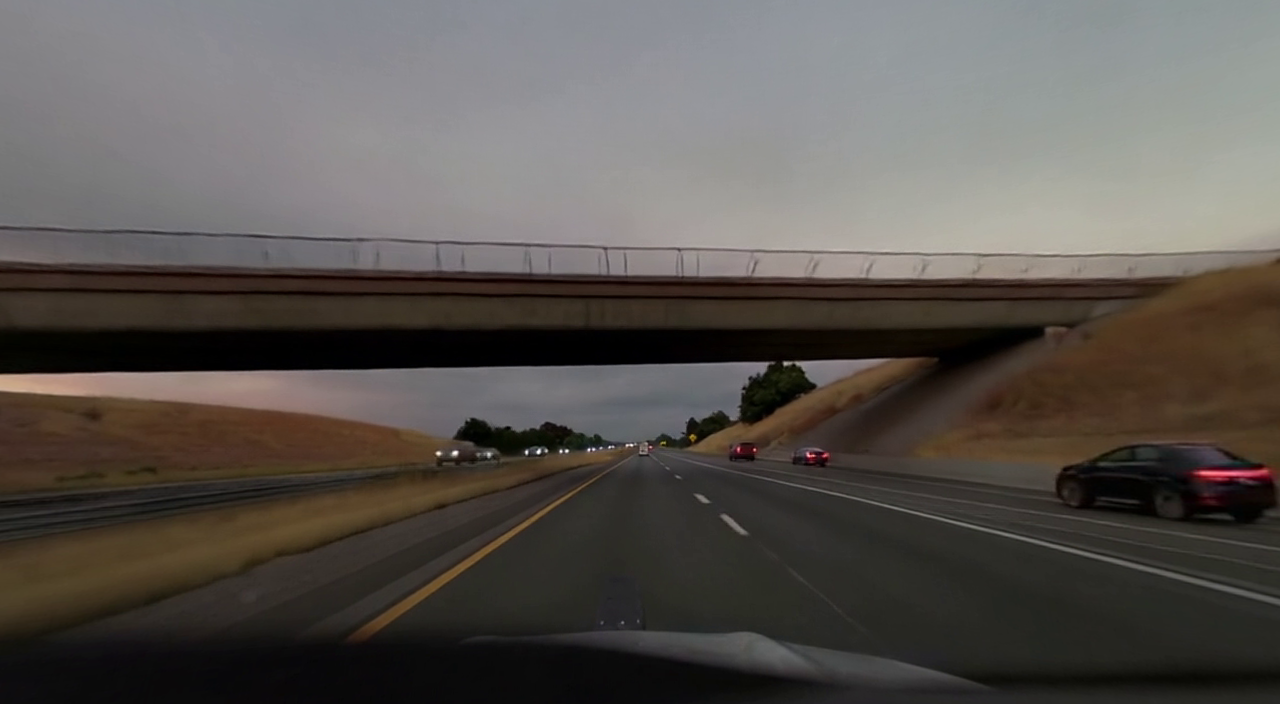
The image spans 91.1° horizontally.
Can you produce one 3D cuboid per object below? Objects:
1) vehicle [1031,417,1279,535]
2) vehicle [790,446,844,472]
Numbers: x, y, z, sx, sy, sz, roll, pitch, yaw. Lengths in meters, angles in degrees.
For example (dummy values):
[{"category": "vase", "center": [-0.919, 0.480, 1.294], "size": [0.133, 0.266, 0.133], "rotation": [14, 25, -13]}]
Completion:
[{"category": "vehicle", "center": [12.244, 2.685, 14.350], "size": [2.533, 2.111, 5.525], "rotation": [1, -9, -8]}, {"category": "vehicle", "center": [10.748, 6.491, 38.418], "size": [1.927, 1.472, 4.076], "rotation": [0, -8, -3]}]
